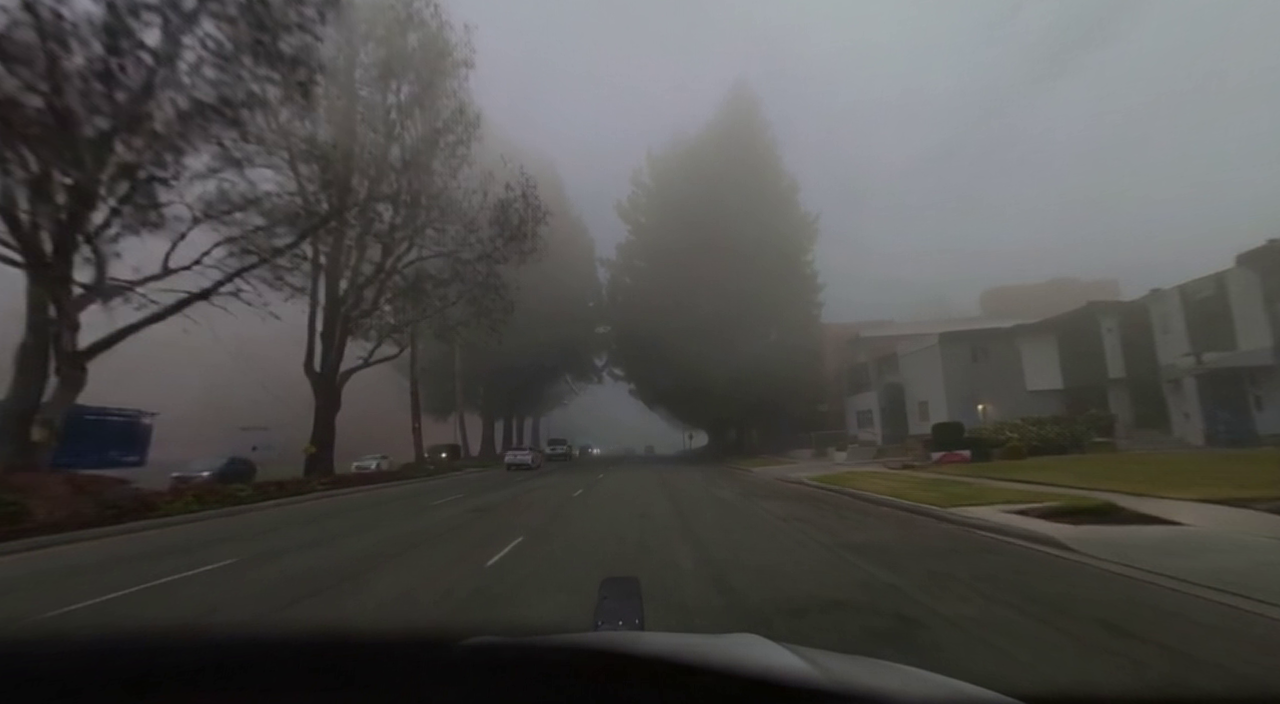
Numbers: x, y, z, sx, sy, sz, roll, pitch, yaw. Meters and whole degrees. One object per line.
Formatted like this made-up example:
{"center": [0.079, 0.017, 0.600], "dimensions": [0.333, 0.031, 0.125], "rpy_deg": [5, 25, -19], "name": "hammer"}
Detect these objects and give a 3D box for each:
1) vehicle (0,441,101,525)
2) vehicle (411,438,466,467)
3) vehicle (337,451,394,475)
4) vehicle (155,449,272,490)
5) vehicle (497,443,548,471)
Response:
{"center": [-14.702, 2.877, 13.912], "dimensions": [1.947, 1.784, 4.175], "rpy_deg": [0, -9, 0], "name": "vehicle"}
{"center": [-15.095, 7.569, 47.676], "dimensions": [2.326, 2.030, 5.373], "rpy_deg": [0, -9, 1], "name": "vehicle"}
{"center": [-17.936, 7.290, 41.561], "dimensions": [1.794, 1.449, 4.384], "rpy_deg": [0, -9, 0], "name": "vehicle"}
{"center": [-18.049, 4.942, 27.042], "dimensions": [1.874, 1.587, 4.492], "rpy_deg": [0, -9, 0], "name": "vehicle"}
{"center": [-6.461, 5.824, 35.289], "dimensions": [1.970, 1.456, 4.441], "rpy_deg": [0, -9, 0], "name": "vehicle"}
